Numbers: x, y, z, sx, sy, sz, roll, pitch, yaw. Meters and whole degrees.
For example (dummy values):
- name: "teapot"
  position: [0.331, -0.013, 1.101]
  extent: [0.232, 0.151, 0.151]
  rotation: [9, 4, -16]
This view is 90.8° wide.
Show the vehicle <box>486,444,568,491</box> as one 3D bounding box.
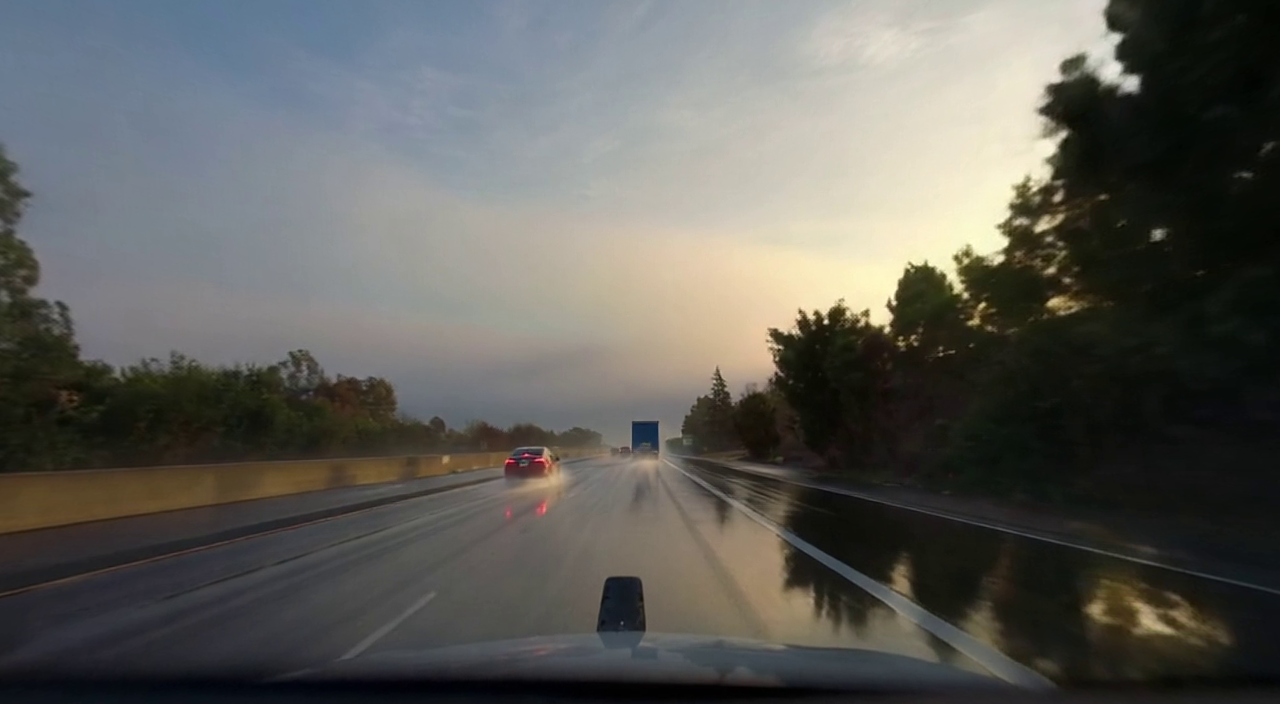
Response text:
- name: "vehicle"
  position: [-3.970, 4.163, 23.110]
  extent: [1.999, 1.533, 4.870]
  rotation: [-1, -9, 1]
